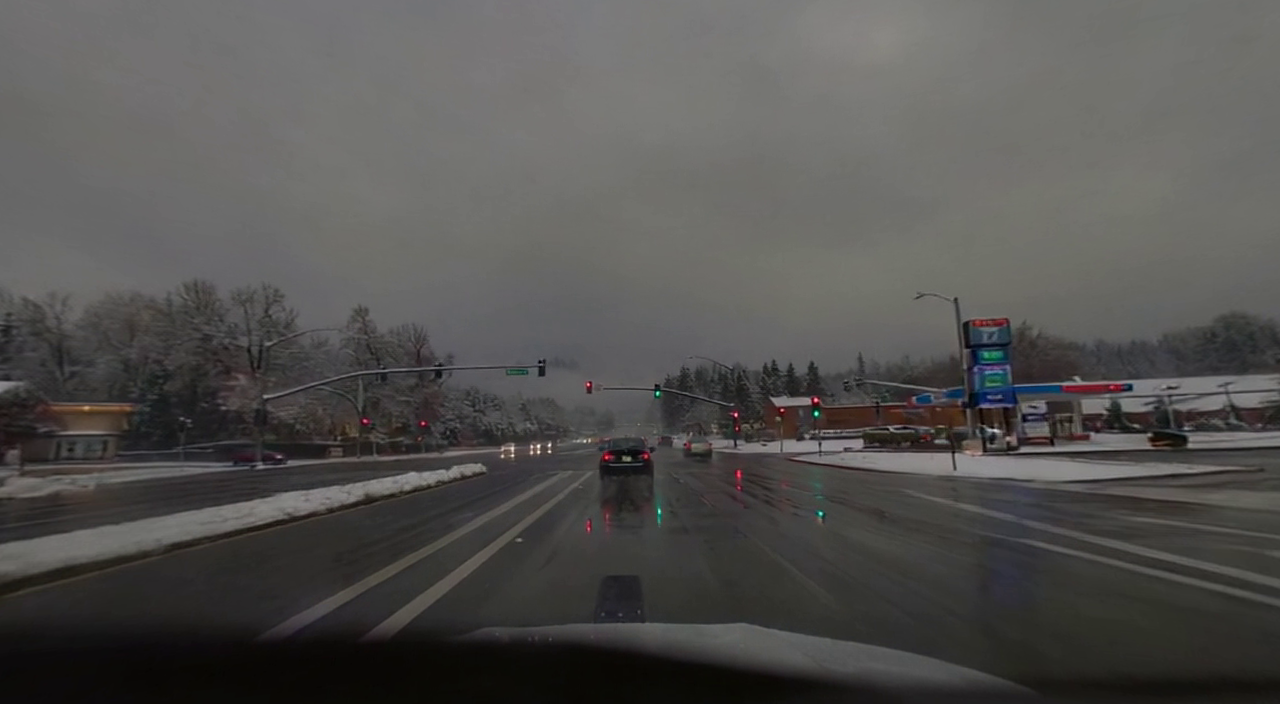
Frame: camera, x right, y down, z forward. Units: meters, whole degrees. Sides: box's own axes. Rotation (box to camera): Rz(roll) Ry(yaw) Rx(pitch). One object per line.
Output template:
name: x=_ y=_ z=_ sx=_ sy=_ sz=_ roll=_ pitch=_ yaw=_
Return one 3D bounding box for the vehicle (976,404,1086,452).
vehicle: x=28.981 y=5.799 z=47.365 sx=2.940 sy=3.265 sz=7.968 roll=0 pitch=-9 yaw=-1

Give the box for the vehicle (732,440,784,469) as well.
vehicle: x=6.308 y=5.549 z=34.326 sx=1.890 sy=1.489 sz=4.396 roll=0 pitch=-9 yaw=-1

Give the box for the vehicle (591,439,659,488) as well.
vehicle: x=-0.453 y=3.615 z=20.811 sx=2.040 sy=1.451 sz=3.736 roll=0 pitch=-9 yaw=0

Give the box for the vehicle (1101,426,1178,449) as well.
vehicle: x=37.571 y=6.501 z=47.674 sx=1.879 sy=1.650 sz=4.496 roll=1 pitch=-9 yaw=-5
